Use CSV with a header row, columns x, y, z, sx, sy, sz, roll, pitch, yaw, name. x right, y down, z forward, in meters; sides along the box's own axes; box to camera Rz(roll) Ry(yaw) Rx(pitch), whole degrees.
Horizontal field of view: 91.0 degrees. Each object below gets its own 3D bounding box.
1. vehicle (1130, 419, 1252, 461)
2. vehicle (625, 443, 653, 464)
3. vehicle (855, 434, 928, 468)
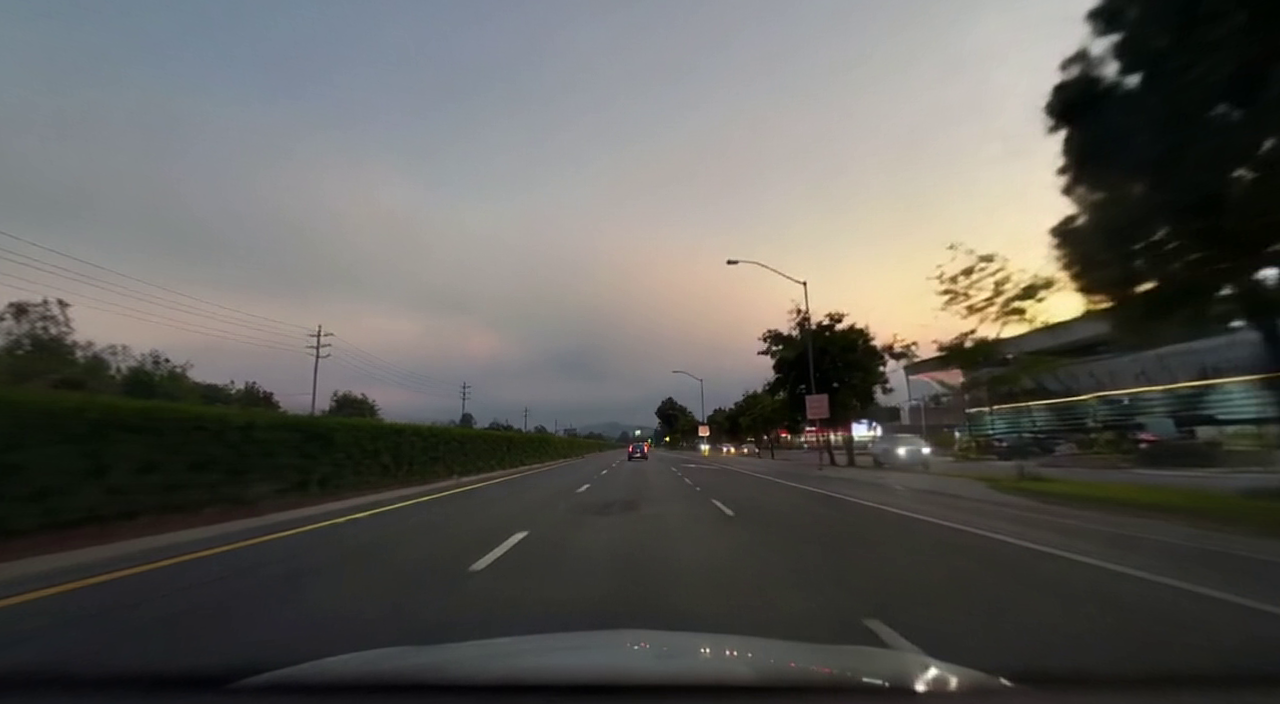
x,y,z,sx,sy,sz,roll,pitch,yaw,name
39.950,6.424,45.772,6.500,2.952,2.604,1,-9,-4,vehicle
-0.117,8.011,49.950,2.110,1.555,4.431,0,-9,-1,vehicle
15.876,6.313,40.121,2.331,1.988,5.665,0,-9,0,vehicle
